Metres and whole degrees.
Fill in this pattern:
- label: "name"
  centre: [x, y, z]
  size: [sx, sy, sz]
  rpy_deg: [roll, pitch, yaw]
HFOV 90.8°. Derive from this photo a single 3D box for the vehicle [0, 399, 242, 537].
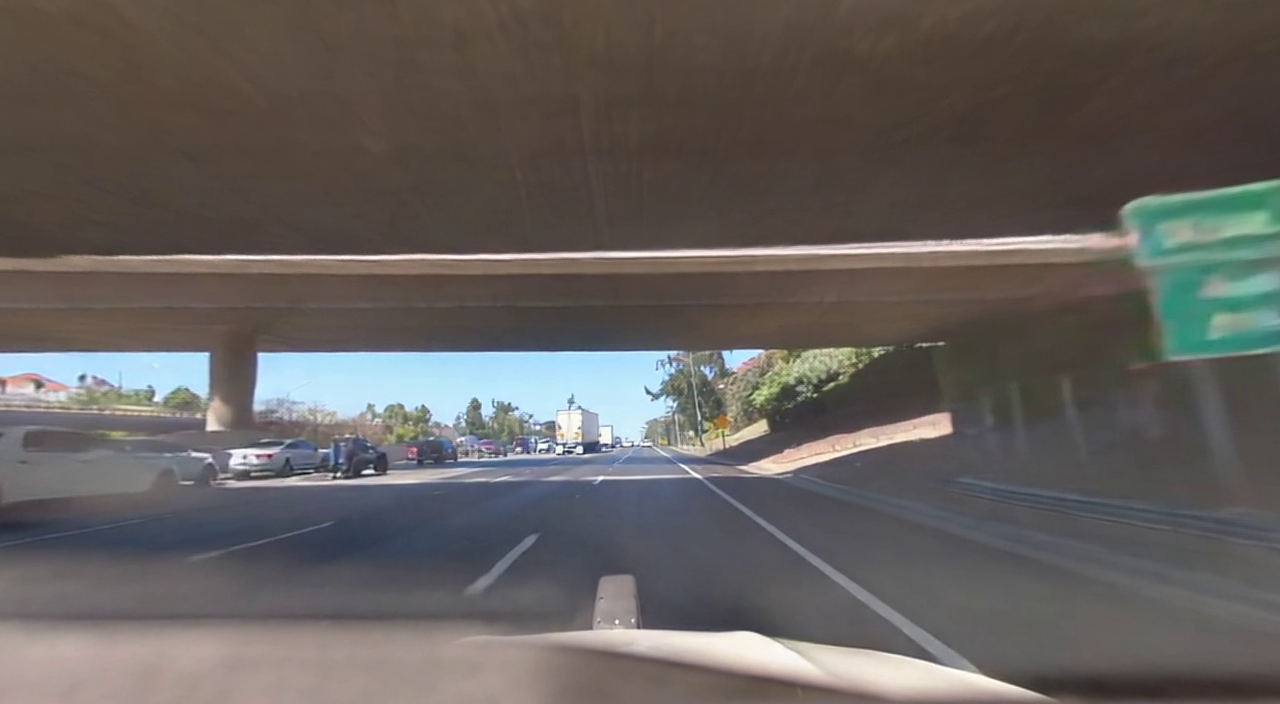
- label: "vehicle"
  centre: [-10.795, 2.104, 11.933]
  size: [2.394, 2.056, 6.251]
  rpy_deg: [-1, -8, 1]
